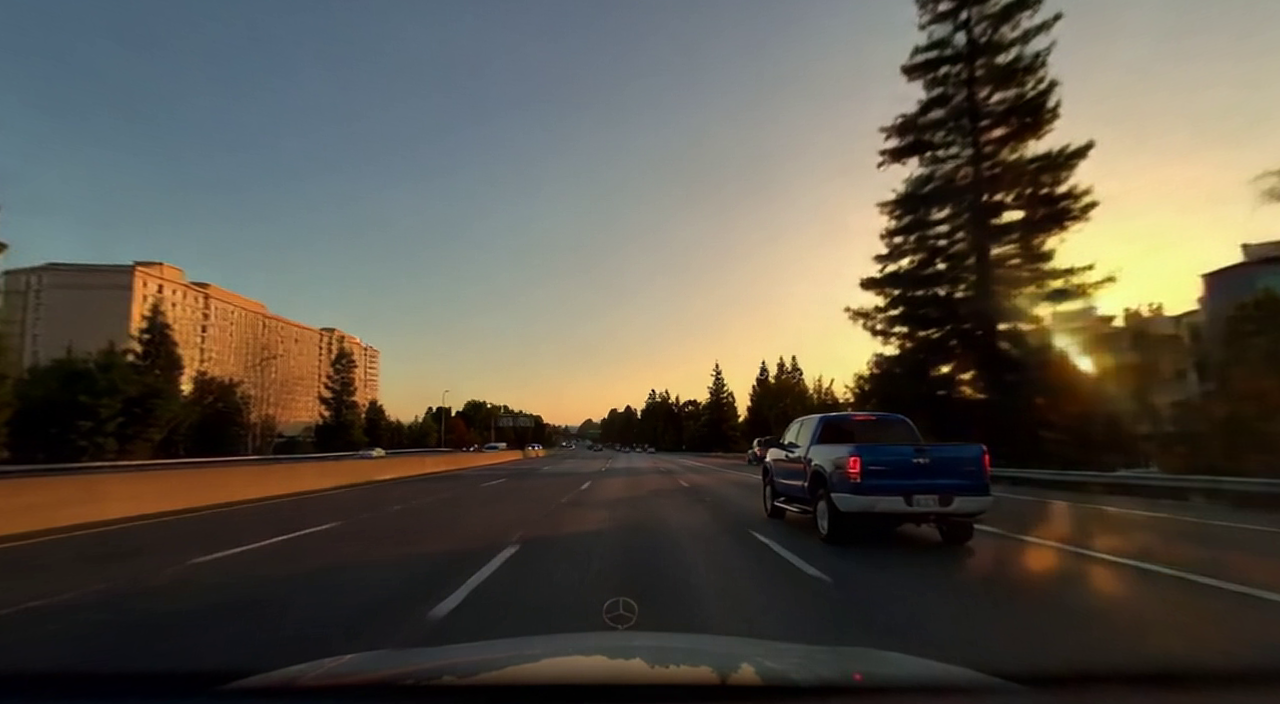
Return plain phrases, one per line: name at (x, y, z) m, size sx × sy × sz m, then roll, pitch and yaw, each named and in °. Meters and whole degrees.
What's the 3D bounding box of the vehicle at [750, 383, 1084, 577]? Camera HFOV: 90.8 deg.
vehicle at (3.288, 1.669, 8.962) m, size 2.462 × 1.984 × 4.718 m, roll 0°, pitch -9°, yaw -2°
